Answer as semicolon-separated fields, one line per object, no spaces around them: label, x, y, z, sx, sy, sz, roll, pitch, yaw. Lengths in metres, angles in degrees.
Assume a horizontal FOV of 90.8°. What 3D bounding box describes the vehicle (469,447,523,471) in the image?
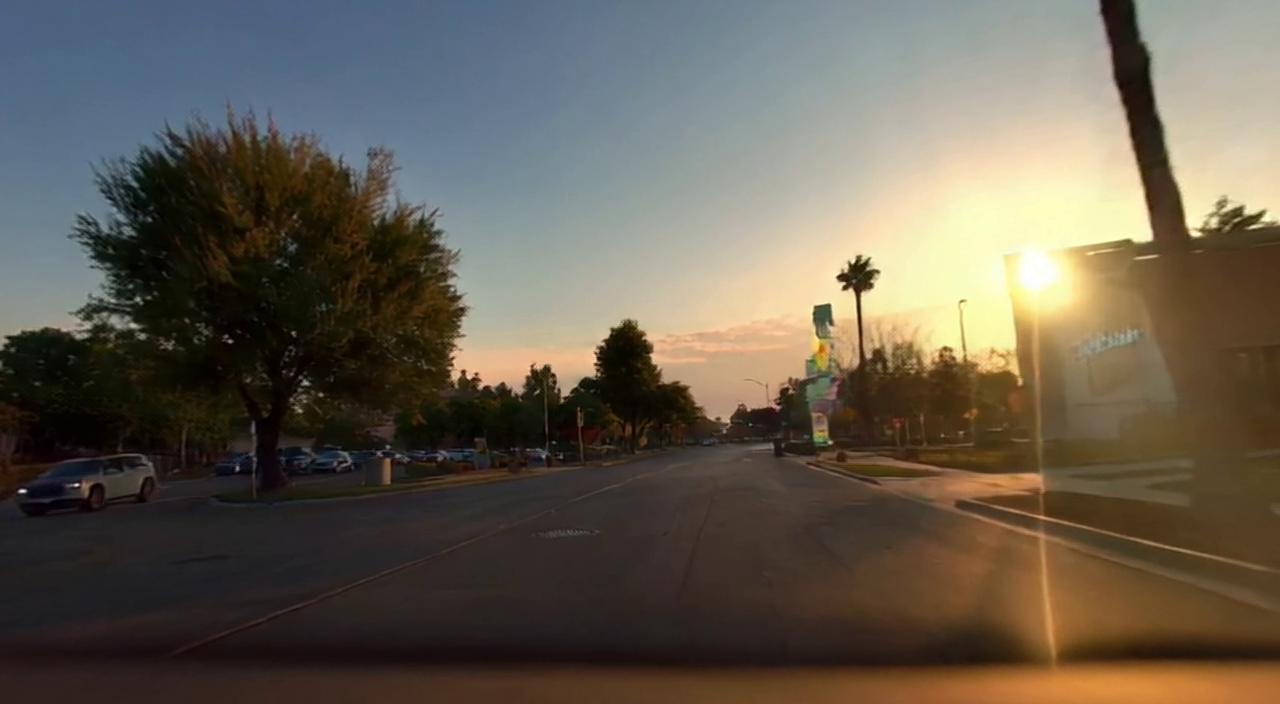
vehicle;-11.019;8.204;48.422;3.635;1.521;1.726;3;-6;4

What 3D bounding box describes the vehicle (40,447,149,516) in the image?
vehicle;-16.971;3.930;19.868;2.174;1.863;4.651;7;-11;-38

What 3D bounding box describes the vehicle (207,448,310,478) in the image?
vehicle;-23.814;6.922;39.539;5.193;1.830;2.049;-1;-9;4
